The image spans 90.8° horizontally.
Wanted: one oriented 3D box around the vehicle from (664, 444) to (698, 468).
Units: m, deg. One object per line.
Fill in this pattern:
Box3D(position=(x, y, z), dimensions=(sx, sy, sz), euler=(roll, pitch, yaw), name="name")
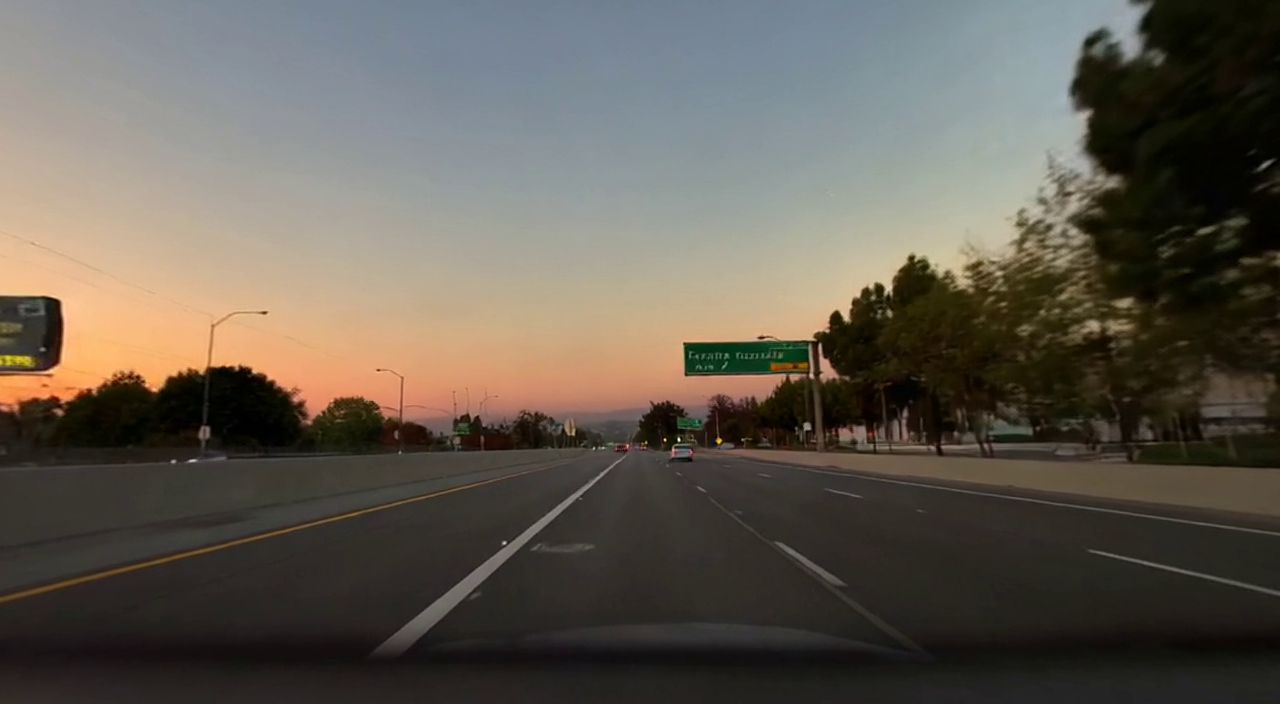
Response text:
Box3D(position=(3.071, 7.902, 48.319), dimensions=(2.083, 1.643, 4.565), euler=(1, -8, -2), name="vehicle")
